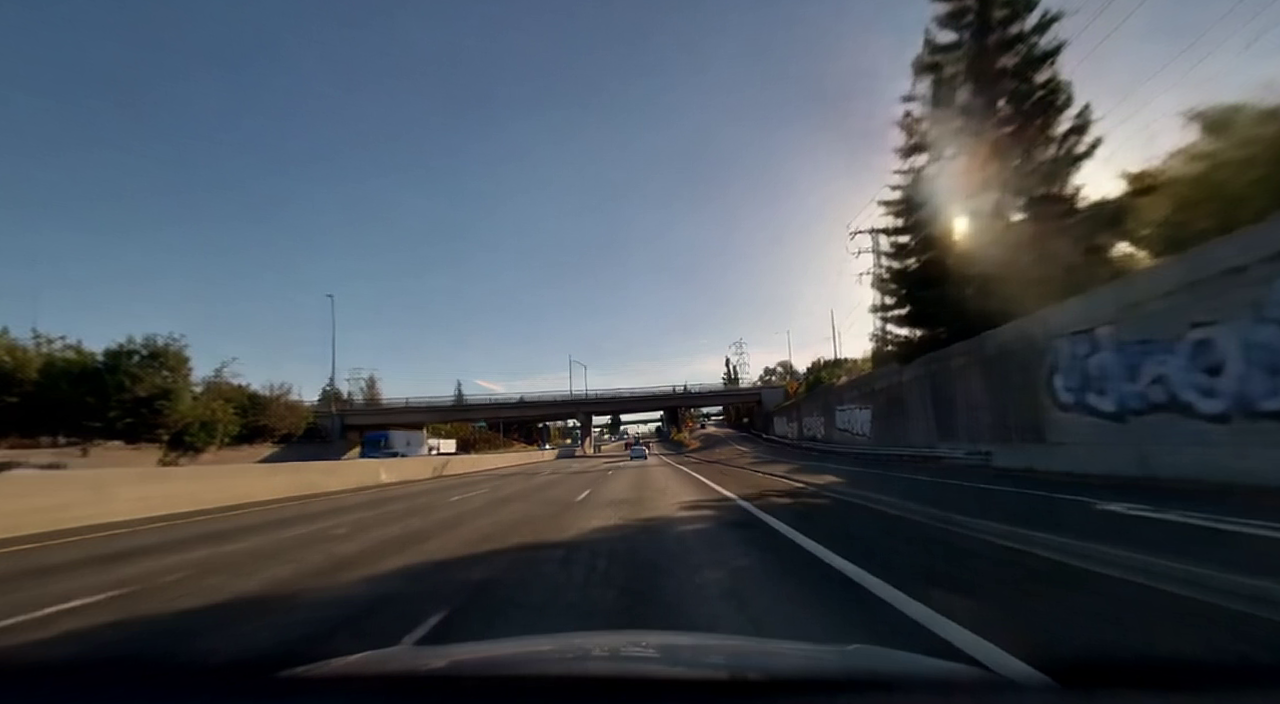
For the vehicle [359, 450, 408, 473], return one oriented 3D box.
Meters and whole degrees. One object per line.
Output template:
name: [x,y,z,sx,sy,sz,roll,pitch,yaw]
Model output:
vehicle: [-19.903,8.481,49.113,2.001,1.657,4.120,0,-9,1]
